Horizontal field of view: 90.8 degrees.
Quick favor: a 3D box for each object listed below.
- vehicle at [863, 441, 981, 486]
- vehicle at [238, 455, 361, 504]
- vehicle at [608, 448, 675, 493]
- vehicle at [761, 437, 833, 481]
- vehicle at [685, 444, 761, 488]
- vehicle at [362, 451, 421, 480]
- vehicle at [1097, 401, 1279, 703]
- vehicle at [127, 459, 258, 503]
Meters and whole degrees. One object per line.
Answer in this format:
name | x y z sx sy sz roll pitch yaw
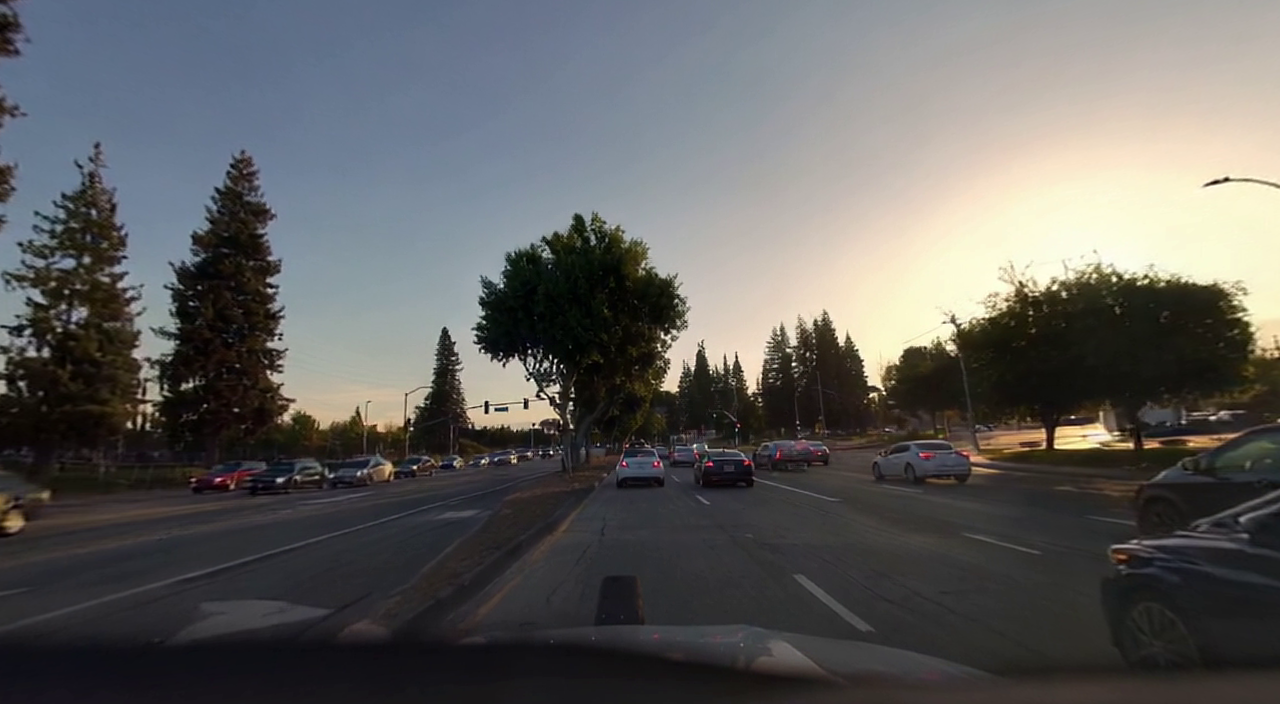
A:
vehicle | 10.194 4.060 23.382 1.890 1.488 5.113 0 -9 -2
vehicle | -12.043 4.495 22.728 1.896 1.484 4.473 0 -9 0
vehicle | -0.009 3.866 21.008 1.990 1.347 4.067 0 -9 -1
vehicle | 6.484 4.471 26.533 1.931 1.685 4.054 0 -9 -1
vehicle | 2.938 4.136 23.405 1.970 1.445 4.974 0 -9 -2
vehicle | -15.783 7.205 40.368 1.935 1.736 4.531 0 -9 0
vehicle | 3.455 0.725 1.052 1.959 1.472 4.571 0 -9 0
vehicle | -19.004 5.447 27.190 1.992 1.607 4.965 0 -9 -1
